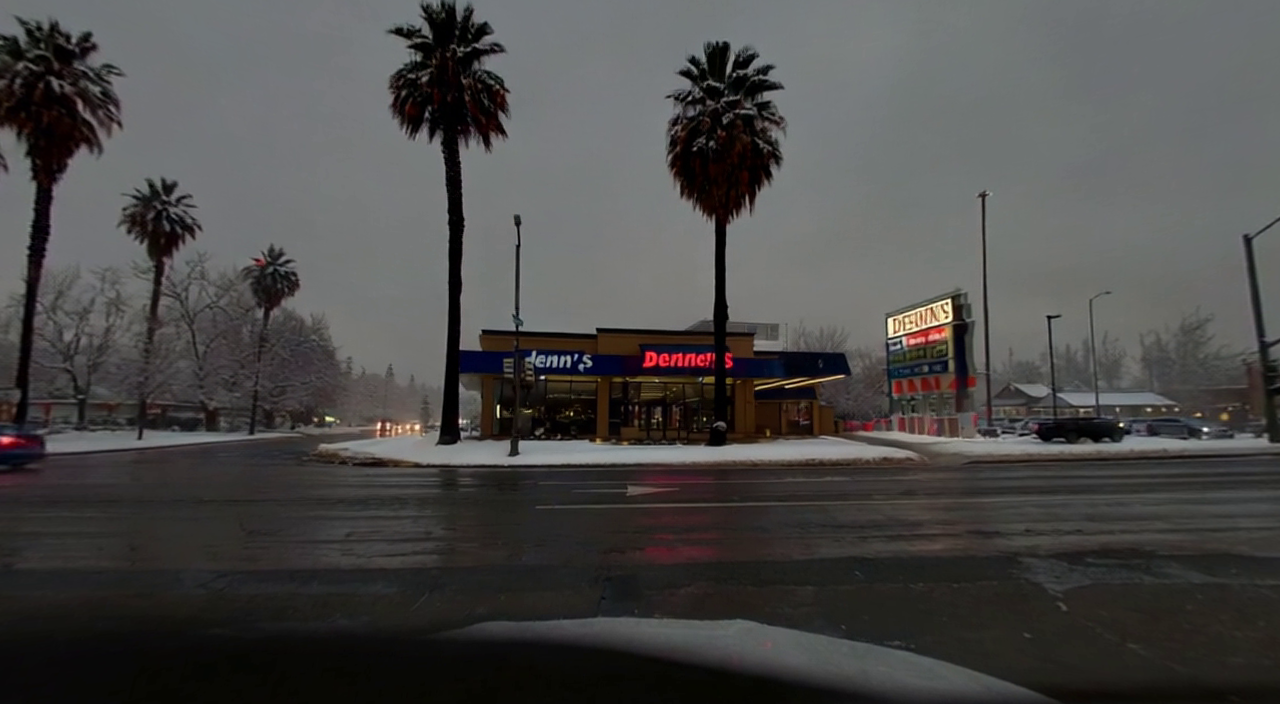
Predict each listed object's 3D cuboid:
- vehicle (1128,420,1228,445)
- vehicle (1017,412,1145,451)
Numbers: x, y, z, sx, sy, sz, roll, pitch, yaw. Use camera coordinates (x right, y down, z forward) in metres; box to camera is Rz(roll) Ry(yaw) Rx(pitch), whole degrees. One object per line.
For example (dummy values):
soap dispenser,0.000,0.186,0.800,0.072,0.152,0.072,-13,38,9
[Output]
vehicle,33.936,5.150,40.034,1.805,1.466,4.641,1,-8,-8
vehicle,21.916,3.918,31.511,4.880,1.754,2.202,0,-5,-7
